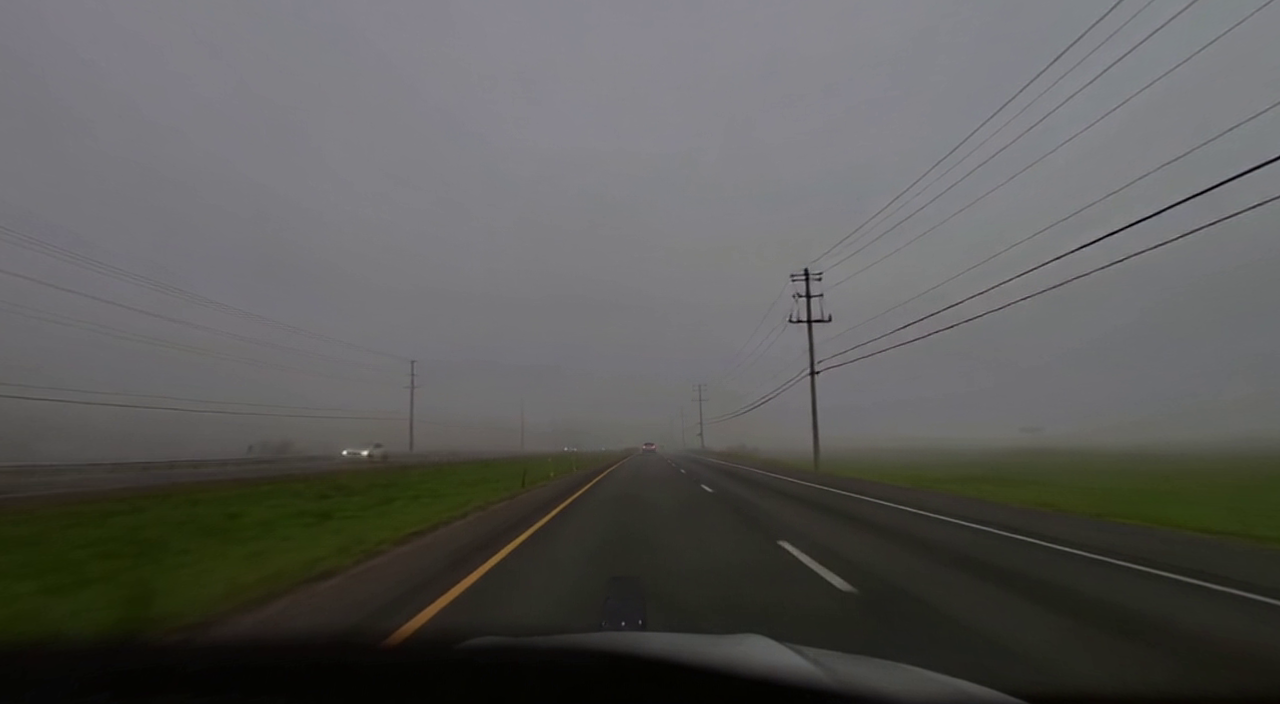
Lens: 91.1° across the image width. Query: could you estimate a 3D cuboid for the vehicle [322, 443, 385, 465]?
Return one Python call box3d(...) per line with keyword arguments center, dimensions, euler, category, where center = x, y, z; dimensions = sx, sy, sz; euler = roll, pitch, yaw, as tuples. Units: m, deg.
box3d(center=(-19.897, 7.087, 43.832), dimensions=(2.025, 1.469, 4.826), euler=(0, -8, 1), category="vehicle")
